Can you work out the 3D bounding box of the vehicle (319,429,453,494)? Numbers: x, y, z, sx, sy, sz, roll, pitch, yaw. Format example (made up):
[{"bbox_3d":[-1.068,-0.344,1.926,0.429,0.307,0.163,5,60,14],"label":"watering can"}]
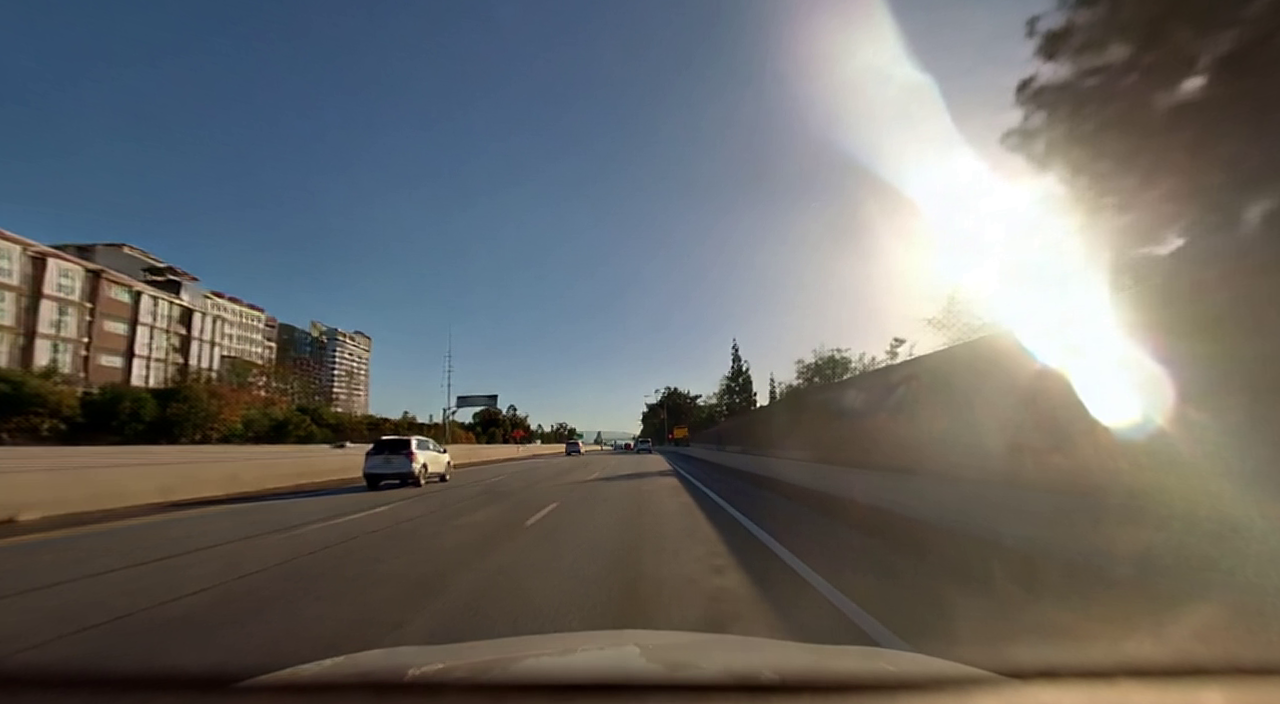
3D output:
[{"bbox_3d":[-7.287,3.171,18.711,2.088,1.678,4.426,0,-8,1],"label":"vehicle"}]
